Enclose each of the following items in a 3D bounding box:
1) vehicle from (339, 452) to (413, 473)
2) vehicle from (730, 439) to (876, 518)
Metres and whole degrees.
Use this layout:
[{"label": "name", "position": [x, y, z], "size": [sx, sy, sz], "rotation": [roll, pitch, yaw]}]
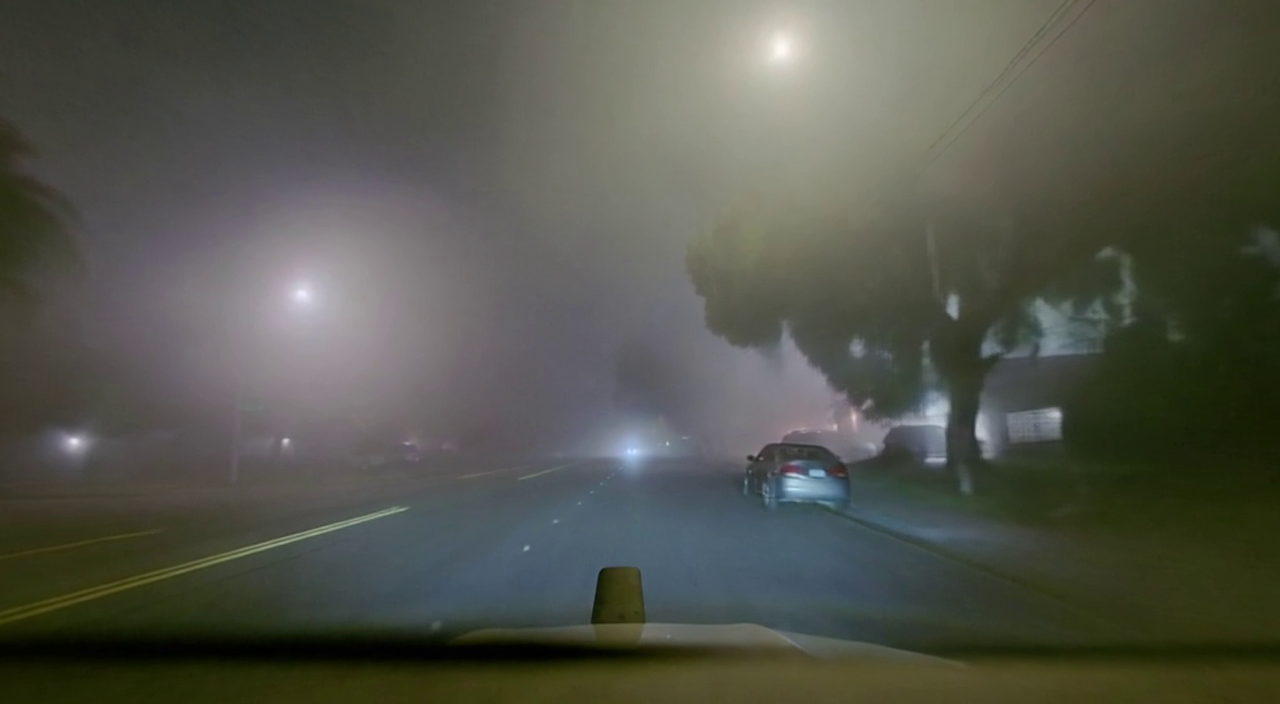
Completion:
[{"label": "vehicle", "position": [-18.751, 7.834, 44.926], "size": [4.450, 1.409, 1.990], "rotation": [6, -10, -34]}, {"label": "vehicle", "position": [3.520, 2.833, 14.791], "size": [2.037, 1.518, 4.904], "rotation": [0, -8, -1]}]
